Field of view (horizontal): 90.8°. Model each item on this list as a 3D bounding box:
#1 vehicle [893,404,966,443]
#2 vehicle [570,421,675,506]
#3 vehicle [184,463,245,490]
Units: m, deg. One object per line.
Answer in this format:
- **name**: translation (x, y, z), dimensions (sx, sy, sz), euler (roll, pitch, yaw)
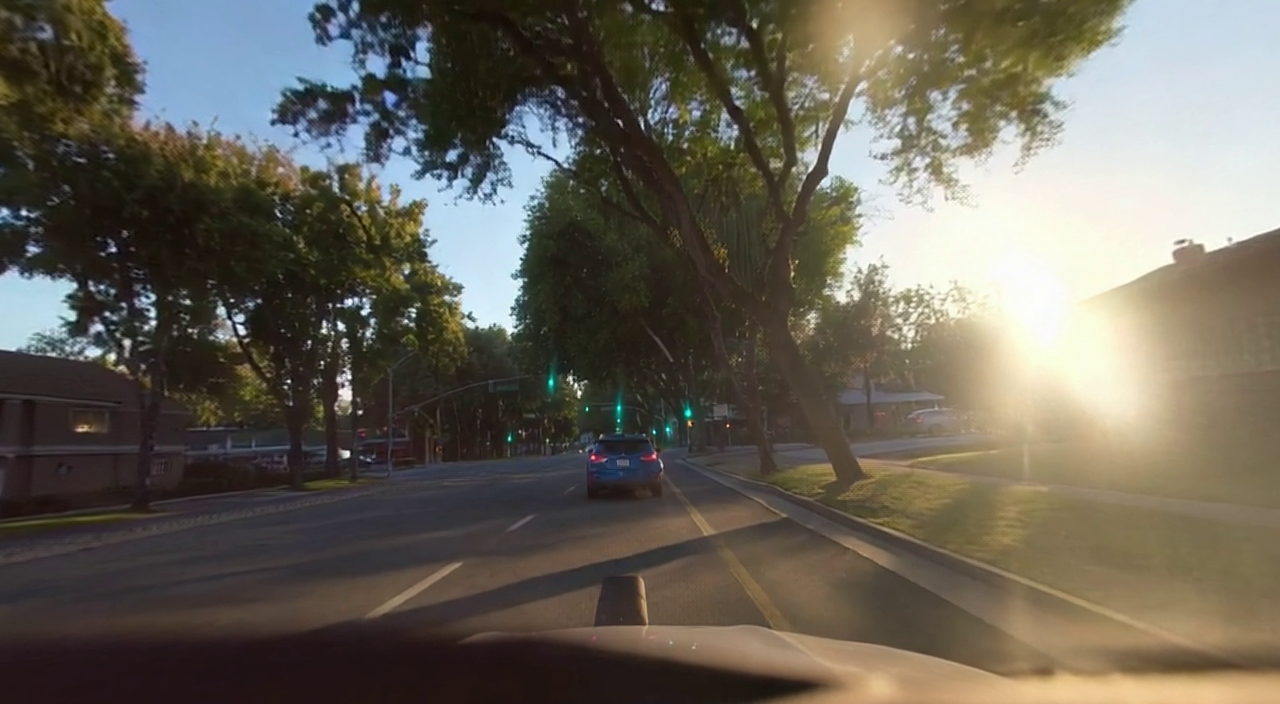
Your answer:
- **vehicle**: translation (16.300, 4.133, 35.878), dimensions (2.039, 1.990, 5.111), euler (-1, -8, 4)
- **vehicle**: translation (-0.385, 2.564, 14.924), dimensions (2.136, 1.703, 3.910), euler (0, -8, -1)
- **vehicle**: translation (-28.628, 8.380, 42.635), dimensions (1.771, 1.435, 4.144), euler (-6, -9, -9)
